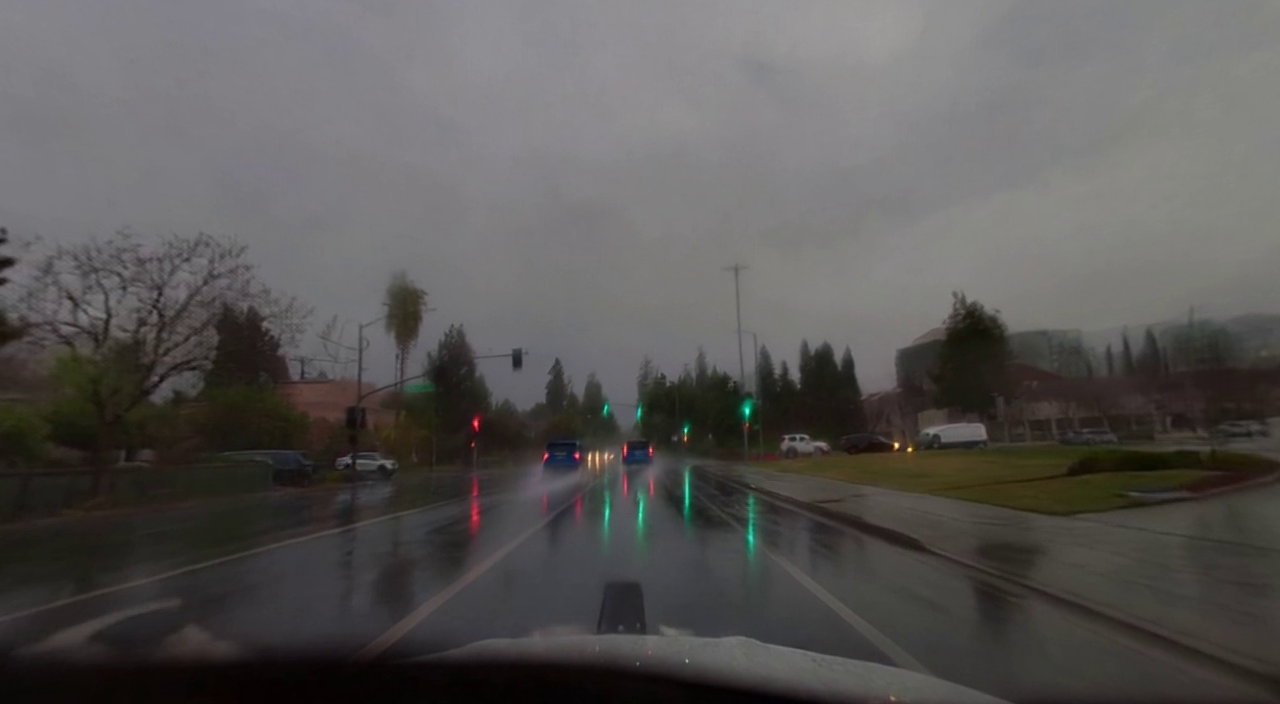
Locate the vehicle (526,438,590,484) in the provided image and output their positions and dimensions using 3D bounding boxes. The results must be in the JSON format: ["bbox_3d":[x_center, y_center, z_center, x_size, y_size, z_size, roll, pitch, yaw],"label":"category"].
[{"bbox_3d":[-3.299,4.506,26.383,2.097,1.755,4.336,0,-9,0],"label":"vehicle"}]

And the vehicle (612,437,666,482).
[{"bbox_3d":[-0.094,4.562,27.082,2.088,1.735,4.801,0,-9,-1],"label":"vehicle"}]
